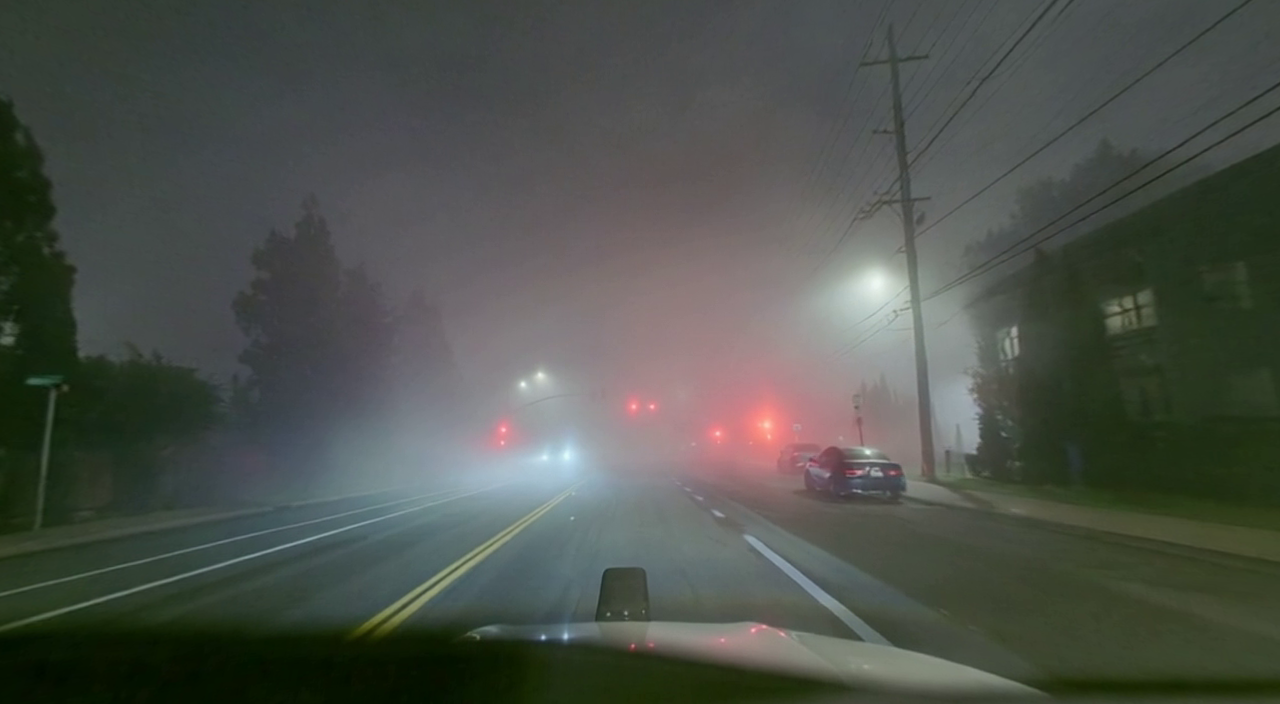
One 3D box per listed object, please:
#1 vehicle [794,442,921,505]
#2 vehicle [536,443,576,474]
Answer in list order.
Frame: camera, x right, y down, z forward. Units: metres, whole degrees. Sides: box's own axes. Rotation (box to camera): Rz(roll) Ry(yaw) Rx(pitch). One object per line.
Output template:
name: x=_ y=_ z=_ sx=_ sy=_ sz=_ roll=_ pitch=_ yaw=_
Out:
vehicle: x=5.773 y=3.253 z=17.373 sx=2.040 sy=1.475 sz=4.389 roll=-1 pitch=-9 yaw=2
vehicle: x=-5.189 y=6.667 z=39.592 sx=2.012 sy=1.778 sz=4.990 roll=0 pitch=-9 yaw=-2
